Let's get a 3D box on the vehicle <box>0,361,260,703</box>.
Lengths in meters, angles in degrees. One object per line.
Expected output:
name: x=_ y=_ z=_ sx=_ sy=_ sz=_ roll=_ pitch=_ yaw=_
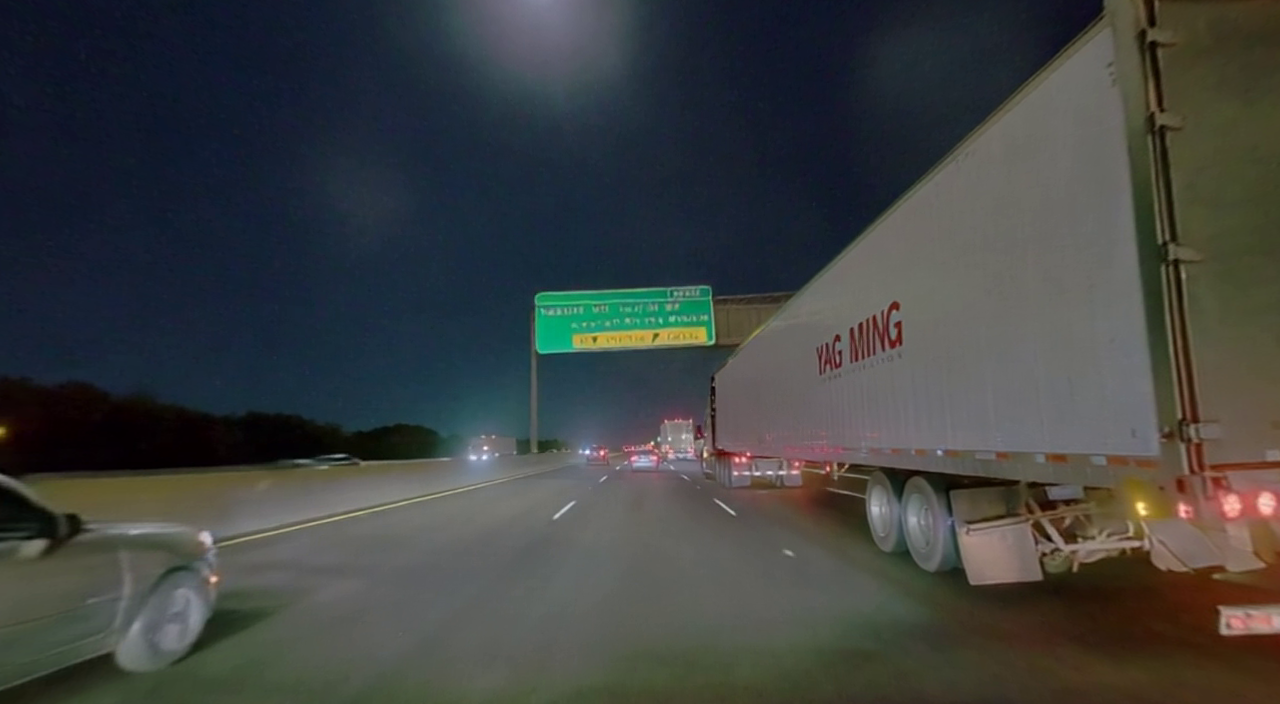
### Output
vehicle: x=-3.830 y=0.803 z=2.000 sx=2.091 sy=1.722 sz=4.974 roll=-1 pitch=-9 yaw=1

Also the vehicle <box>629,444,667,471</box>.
vehicle: x=0.449 y=6.099 z=36.587 sx=2.063 sy=1.469 sz=4.208 roll=0 pitch=-9 yaw=0

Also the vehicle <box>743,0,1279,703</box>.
vehicle: x=3.902 y=0.509 z=8.767 sx=2.821 sy=4.077 sz=12.562 roll=0 pitch=-9 yaw=0

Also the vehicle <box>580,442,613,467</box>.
vehicle: x=-3.125 y=7.436 z=46.074 sx=2.058 sy=1.711 sz=4.226 roll=-1 pitch=-9 yaw=1

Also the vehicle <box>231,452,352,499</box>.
vehicle: x=-12.158 y=4.296 z=22.367 sx=1.763 sy=1.453 sz=4.339 roll=-1 pitch=-9 yaw=1
